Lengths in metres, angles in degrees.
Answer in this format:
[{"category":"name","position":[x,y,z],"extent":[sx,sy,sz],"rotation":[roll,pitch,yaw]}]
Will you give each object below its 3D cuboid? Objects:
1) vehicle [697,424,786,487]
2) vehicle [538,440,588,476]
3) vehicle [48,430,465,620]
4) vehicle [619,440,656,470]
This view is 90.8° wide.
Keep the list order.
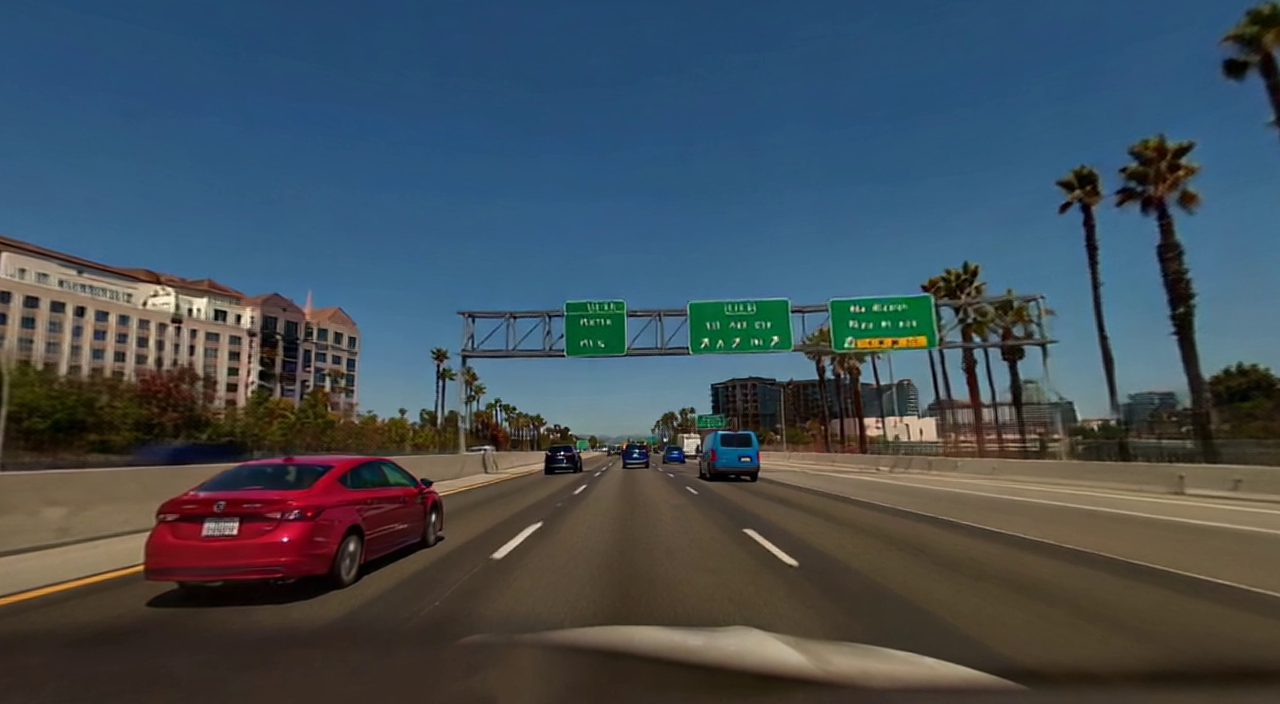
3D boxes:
[{"category":"vehicle","position":[3.637,3.877,23.869],"extent":[2.250,2.074,5.723],"rotation":[0,-9,-2]},{"category":"vehicle","position":[-4.082,5.688,34.225],"extent":[2.109,1.793,4.613],"rotation":[0,-9,0]},{"category":"vehicle","position":[-3.630,1.698,7.210],"extent":[1.991,1.469,4.381],"rotation":[0,-9,0]},{"category":"vehicle","position":[-0.195,6.558,40.347],"extent":[2.212,1.786,4.198],"rotation":[0,-9,-1]}]
